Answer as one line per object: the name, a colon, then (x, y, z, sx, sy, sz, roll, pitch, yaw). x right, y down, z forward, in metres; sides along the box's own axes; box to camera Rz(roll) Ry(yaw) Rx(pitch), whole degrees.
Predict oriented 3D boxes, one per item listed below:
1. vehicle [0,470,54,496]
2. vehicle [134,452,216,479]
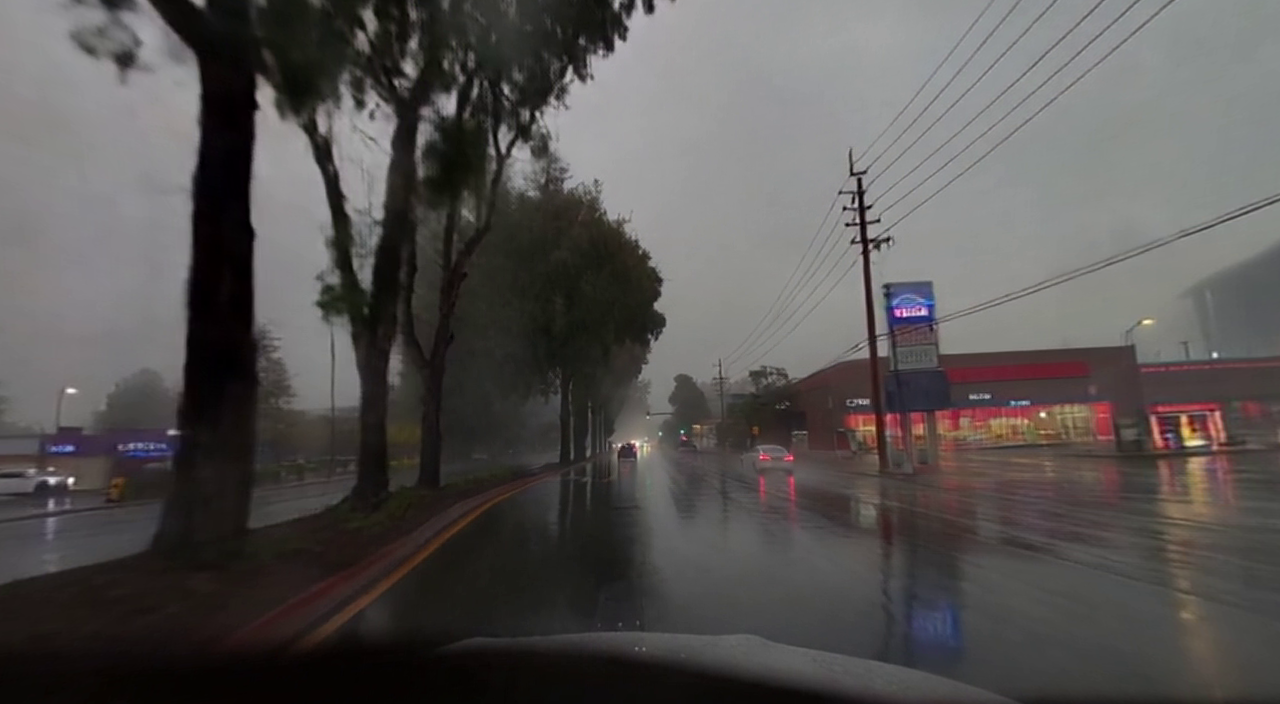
vehicle: (-45.475, 9.453, 45.729, 1.818, 1.590, 4.291, 0, -8, 1)
vehicle: (-33.144, 8.115, 45.108, 4.137, 1.733, 2.016, 2, -10, 0)
